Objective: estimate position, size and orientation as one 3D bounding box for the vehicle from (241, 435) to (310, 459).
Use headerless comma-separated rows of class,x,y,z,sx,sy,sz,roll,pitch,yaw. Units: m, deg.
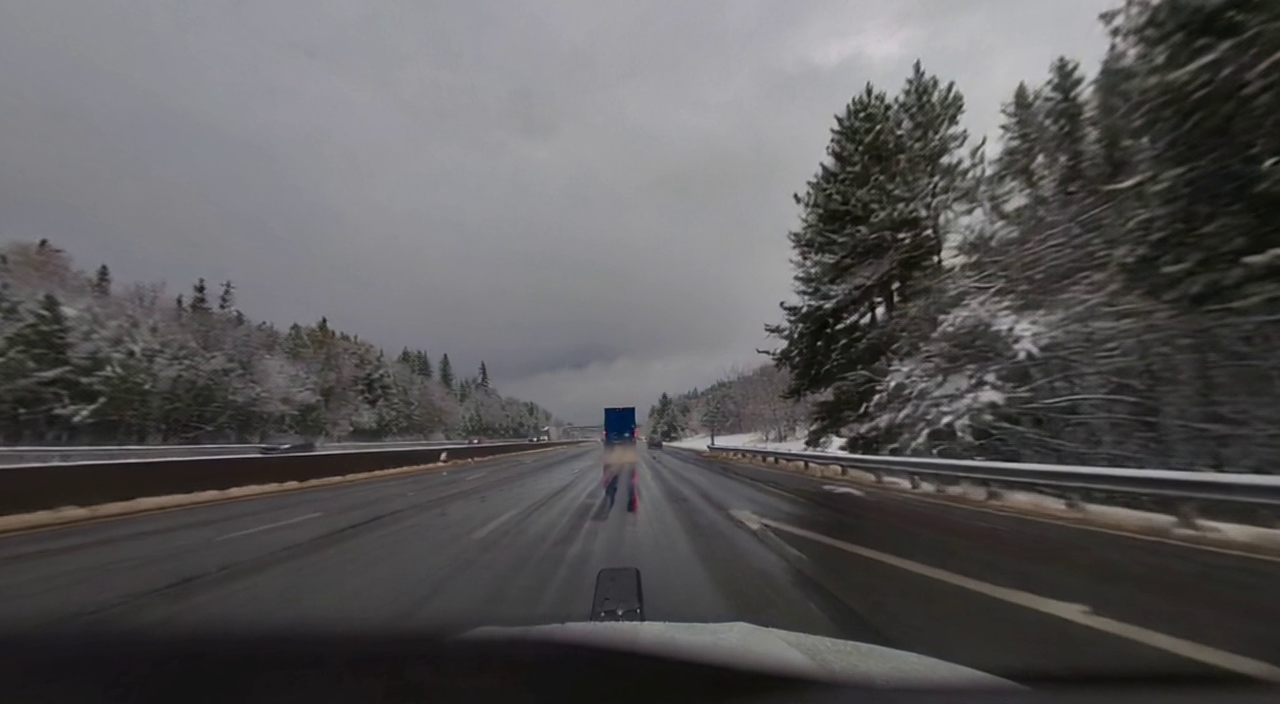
vehicle,-23.858,6.216,41.449,1.813,1.473,4.499,0,-8,0
